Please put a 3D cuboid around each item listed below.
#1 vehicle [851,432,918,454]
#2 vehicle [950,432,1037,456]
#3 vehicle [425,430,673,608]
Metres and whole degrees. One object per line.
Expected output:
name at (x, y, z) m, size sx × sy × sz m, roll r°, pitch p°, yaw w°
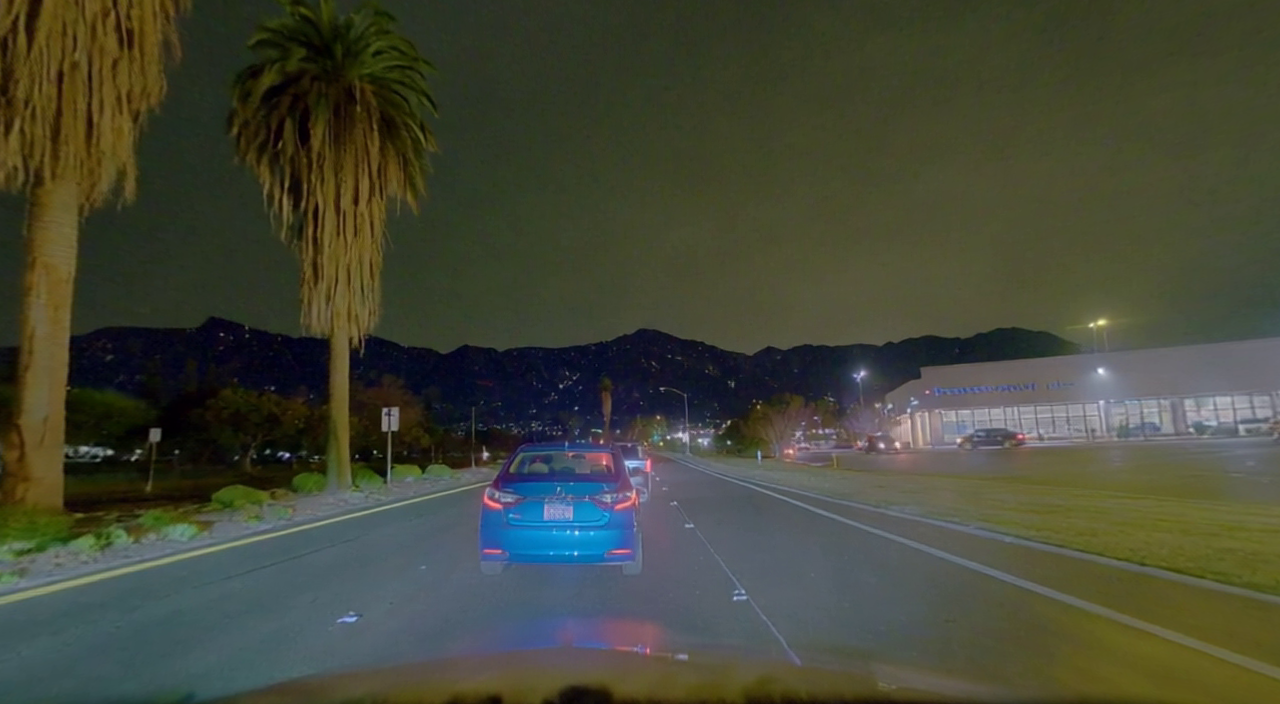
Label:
vehicle at (19.208, 7.198, 49.801) m, size 1.925 × 1.652 × 4.490 m, roll 6°, pitch -10°, yaw -34°
vehicle at (23.677, 6.187, 42.389) m, size 4.640 × 1.526 × 1.961 m, roll 0°, pitch -8°, yaw -4°
vehicle at (-0.829, 1.686, 7.307) m, size 2.067 × 1.459 × 3.886 m, roll 0°, pitch -8°, yaw -2°
